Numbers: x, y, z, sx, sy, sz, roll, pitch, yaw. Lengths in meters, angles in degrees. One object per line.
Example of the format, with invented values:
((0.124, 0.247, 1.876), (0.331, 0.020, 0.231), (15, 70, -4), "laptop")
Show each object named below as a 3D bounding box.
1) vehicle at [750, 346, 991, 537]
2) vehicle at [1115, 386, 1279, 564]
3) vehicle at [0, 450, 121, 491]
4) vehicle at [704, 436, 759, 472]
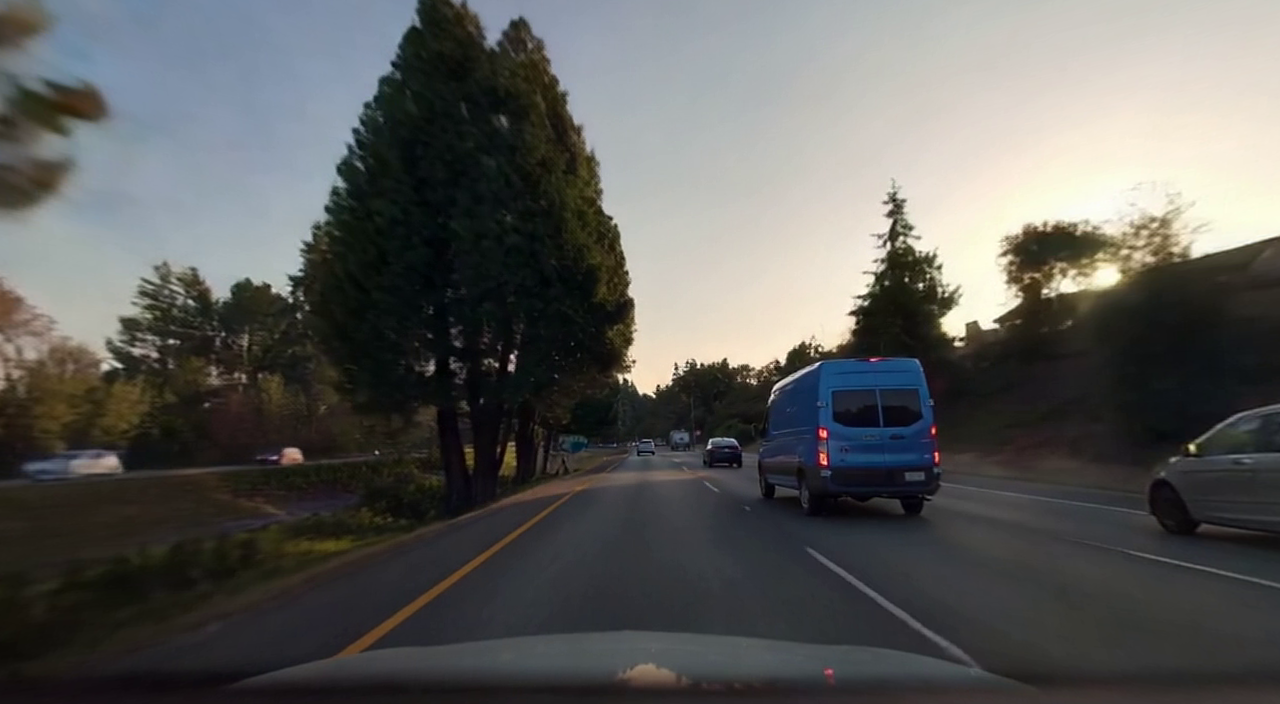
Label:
((3.743, 1.671, 11.855), (2.302, 2.670, 5.912), (0, -8, 1), "vehicle")
((8.002, 1.316, 6.735), (2.212, 1.902, 4.654), (0, -8, 1), "vehicle")
((-23.966, 4.774, 25.798), (1.899, 1.508, 4.073), (0, -8, 1), "vehicle")
((4.465, 5.039, 31.341), (2.034, 1.651, 4.342), (0, -8, 0), "vehicle")
